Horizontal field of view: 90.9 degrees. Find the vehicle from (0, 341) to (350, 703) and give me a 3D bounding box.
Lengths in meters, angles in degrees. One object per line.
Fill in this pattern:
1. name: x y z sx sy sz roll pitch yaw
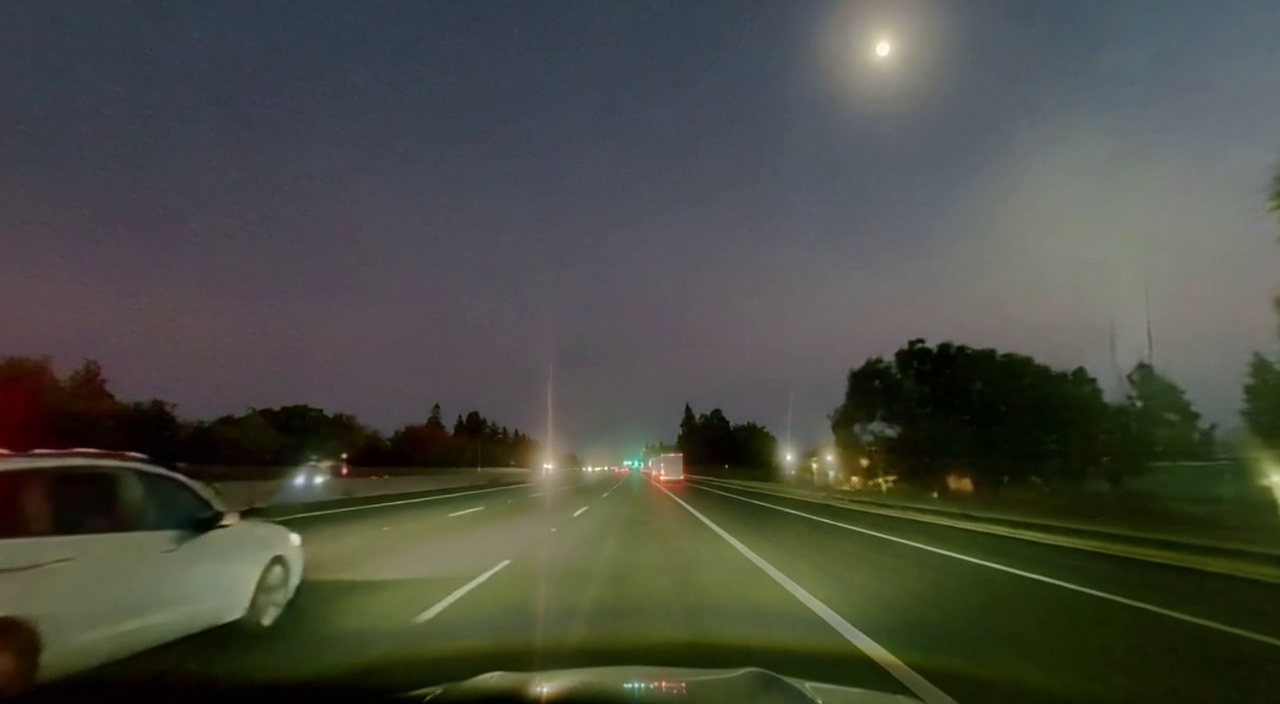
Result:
1. vehicle: -3.842 1.027 3.581 2.036 1.835 4.888 1 -10 0
